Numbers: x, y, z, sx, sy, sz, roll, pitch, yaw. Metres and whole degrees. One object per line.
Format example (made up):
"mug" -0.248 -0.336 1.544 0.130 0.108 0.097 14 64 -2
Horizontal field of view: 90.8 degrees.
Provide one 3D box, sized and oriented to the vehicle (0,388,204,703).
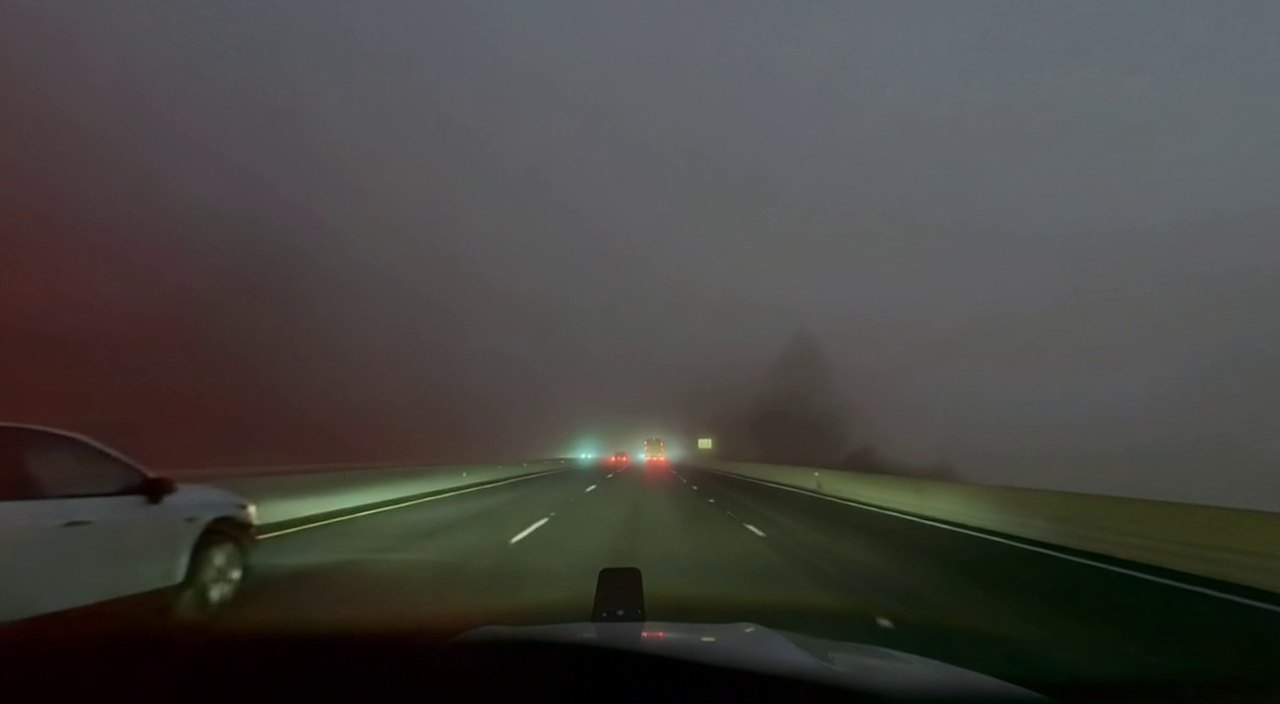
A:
"vehicle" -4.158 0.881 2.434 2.035 1.595 4.022 0 -9 0
